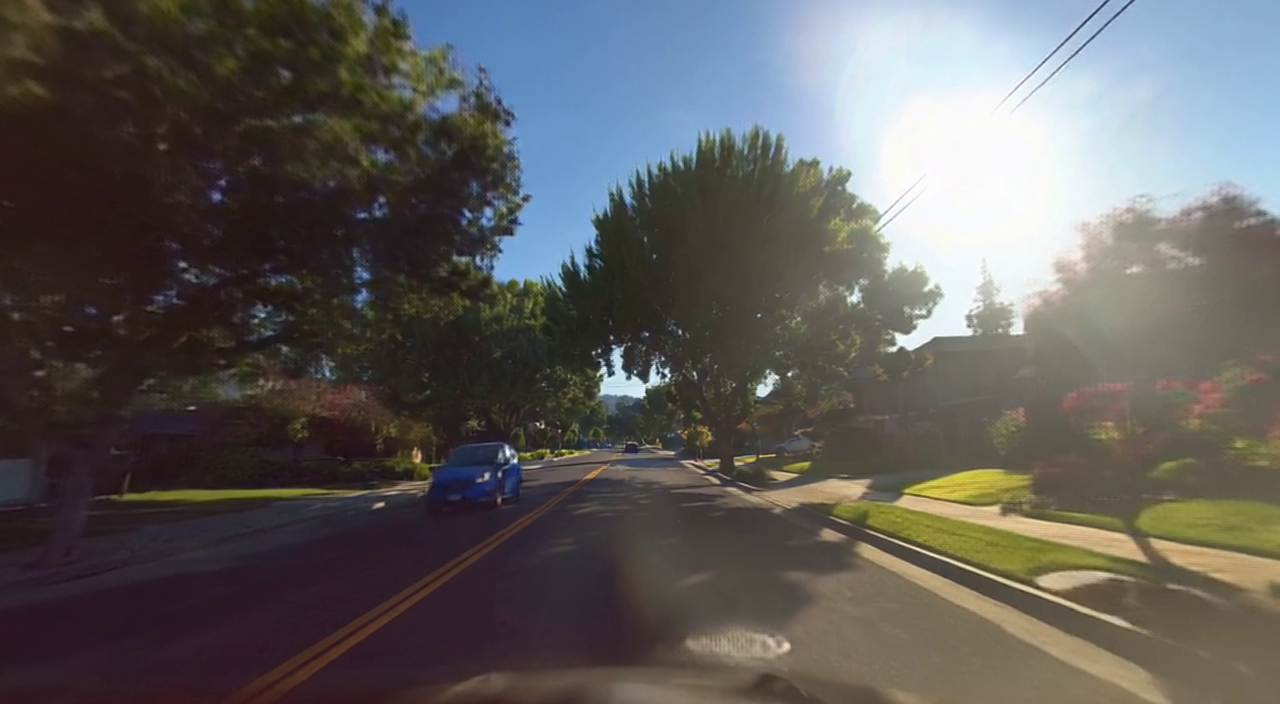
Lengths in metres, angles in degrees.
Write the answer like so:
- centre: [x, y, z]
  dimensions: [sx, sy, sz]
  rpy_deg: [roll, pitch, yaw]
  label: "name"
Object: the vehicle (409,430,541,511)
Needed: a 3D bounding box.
- centre: [-4.088, 3.013, 16.612]
  dimensions: [2.161, 1.798, 4.627]
  rpy_deg: [0, -8, 1]
  label: "vehicle"
